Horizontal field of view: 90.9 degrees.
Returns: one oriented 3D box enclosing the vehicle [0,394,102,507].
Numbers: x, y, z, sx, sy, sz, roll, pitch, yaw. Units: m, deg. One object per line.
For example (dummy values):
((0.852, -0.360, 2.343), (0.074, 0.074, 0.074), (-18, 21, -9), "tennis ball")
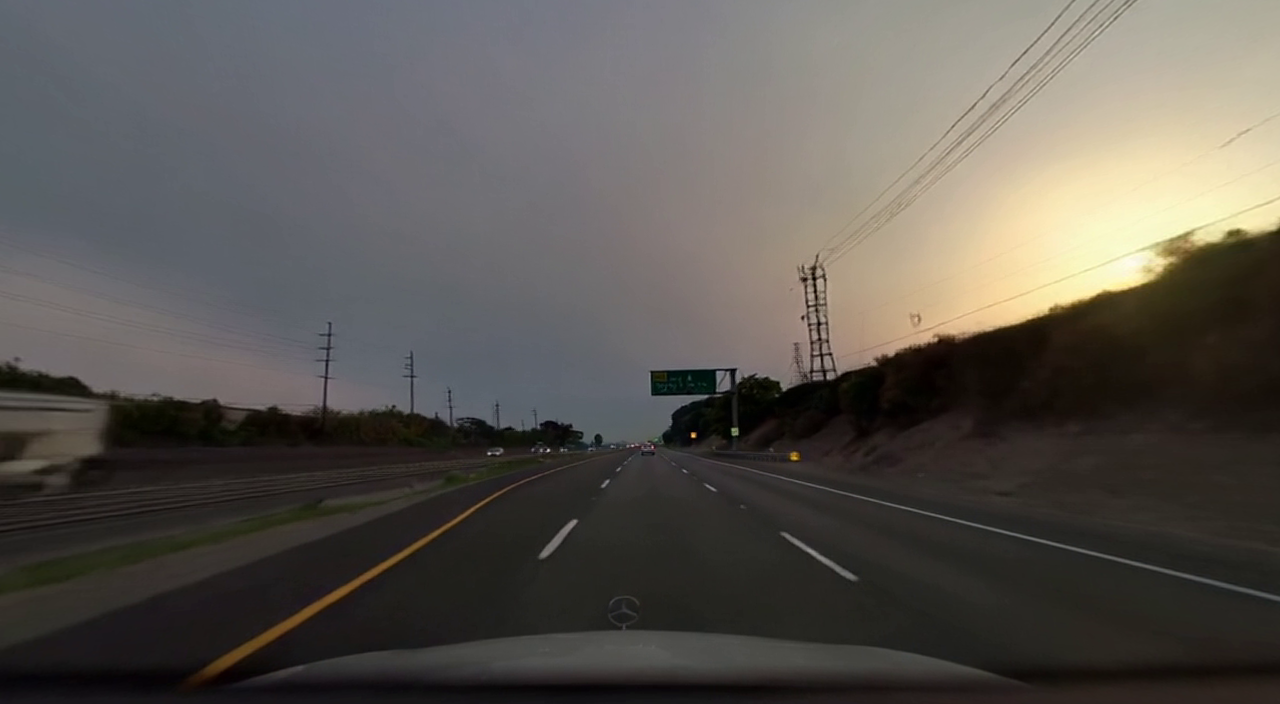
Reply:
((-20.974, 2.812, 17.941), (2.949, 3.403, 9.367), (0, -8, 0), "vehicle")
